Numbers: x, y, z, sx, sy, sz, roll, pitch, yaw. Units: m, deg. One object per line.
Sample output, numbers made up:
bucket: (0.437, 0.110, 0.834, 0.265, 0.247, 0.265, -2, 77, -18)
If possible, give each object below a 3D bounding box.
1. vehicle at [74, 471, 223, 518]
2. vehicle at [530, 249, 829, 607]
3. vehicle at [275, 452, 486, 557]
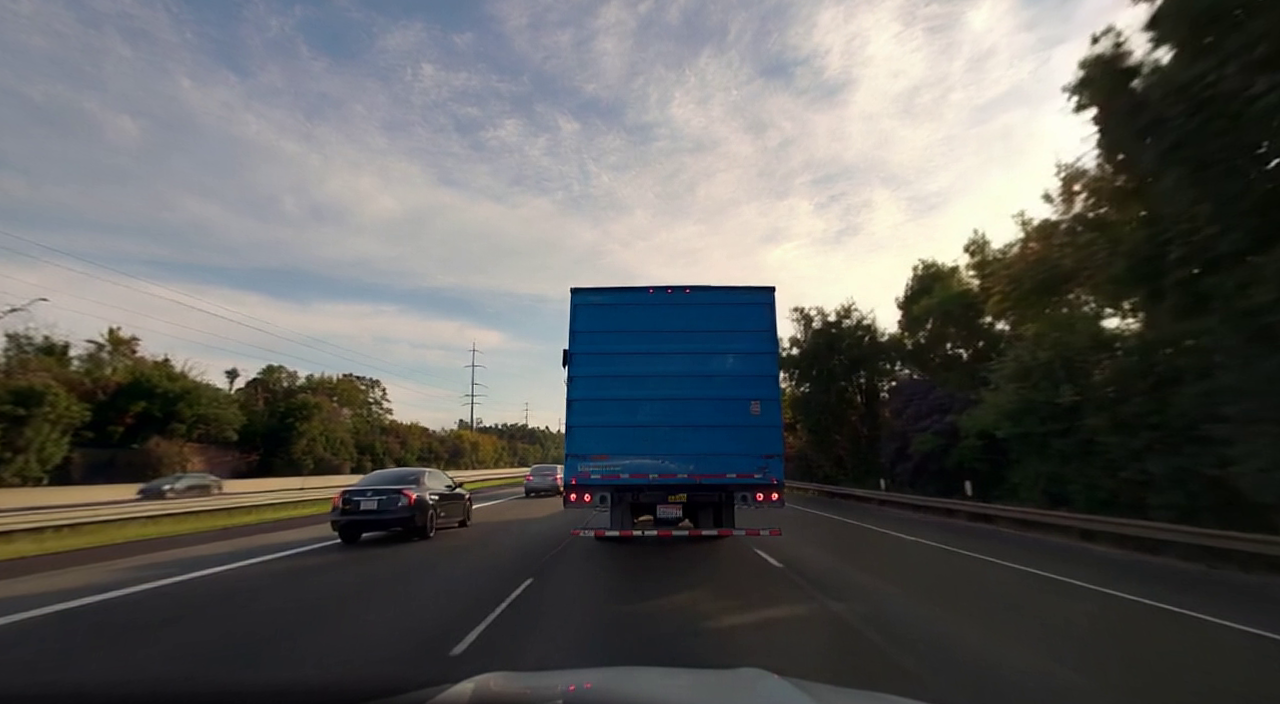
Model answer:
vehicle: (-17.830, 5.168, 23.188, 1.815, 1.486, 4.458, 0, -11, 1)
vehicle: (0.567, 1.455, 10.564, 2.831, 3.529, 8.689, 0, -11, 3)
vehicle: (-4.285, 2.618, 11.339, 1.891, 1.469, 4.431, 1, -11, 0)
